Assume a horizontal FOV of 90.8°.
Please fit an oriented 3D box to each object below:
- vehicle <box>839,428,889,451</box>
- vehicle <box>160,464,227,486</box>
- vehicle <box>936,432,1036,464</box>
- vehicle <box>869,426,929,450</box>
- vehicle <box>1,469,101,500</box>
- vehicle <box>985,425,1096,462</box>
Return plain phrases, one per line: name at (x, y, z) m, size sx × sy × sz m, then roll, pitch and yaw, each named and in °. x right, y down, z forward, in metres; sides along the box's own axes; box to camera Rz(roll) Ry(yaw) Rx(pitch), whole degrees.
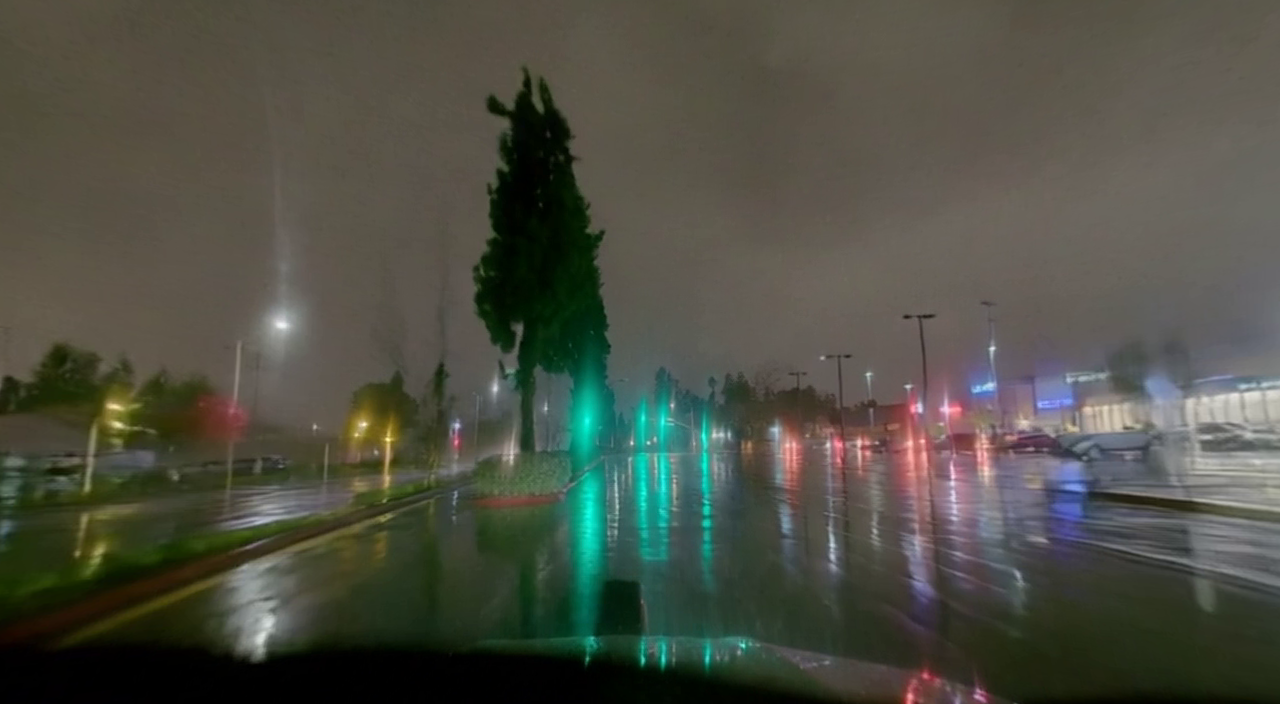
vehicle at (17.612, 6.948, 49.905) m, size 1.912 × 1.646 × 4.870 m, roll -1°, pitch -9°, yaw -2°
vehicle at (-30.258, 8.314, 42.842) m, size 3.332 × 1.364 × 1.702 m, roll -1°, pitch -8°, yaw 7°
vehicle at (17.199, 4.793, 31.691) m, size 1.974 × 1.446 × 4.614 m, roll 1°, pitch -8°, yaw -7°
vehicle at (18.130, 6.091, 44.472) m, size 1.890 × 1.612 × 4.797 m, roll 1°, pitch -8°, yaw -5°
vehicle at (-29.627, 6.644, 31.847) m, size 3.380 × 1.342 × 1.686 m, roll -2°, pitch -8°, yaw 1°
vehicle at (19.698, 4.557, 31.380) m, size 1.995 × 1.673 × 4.725 m, roll -1°, pitch -8°, yaw -6°
